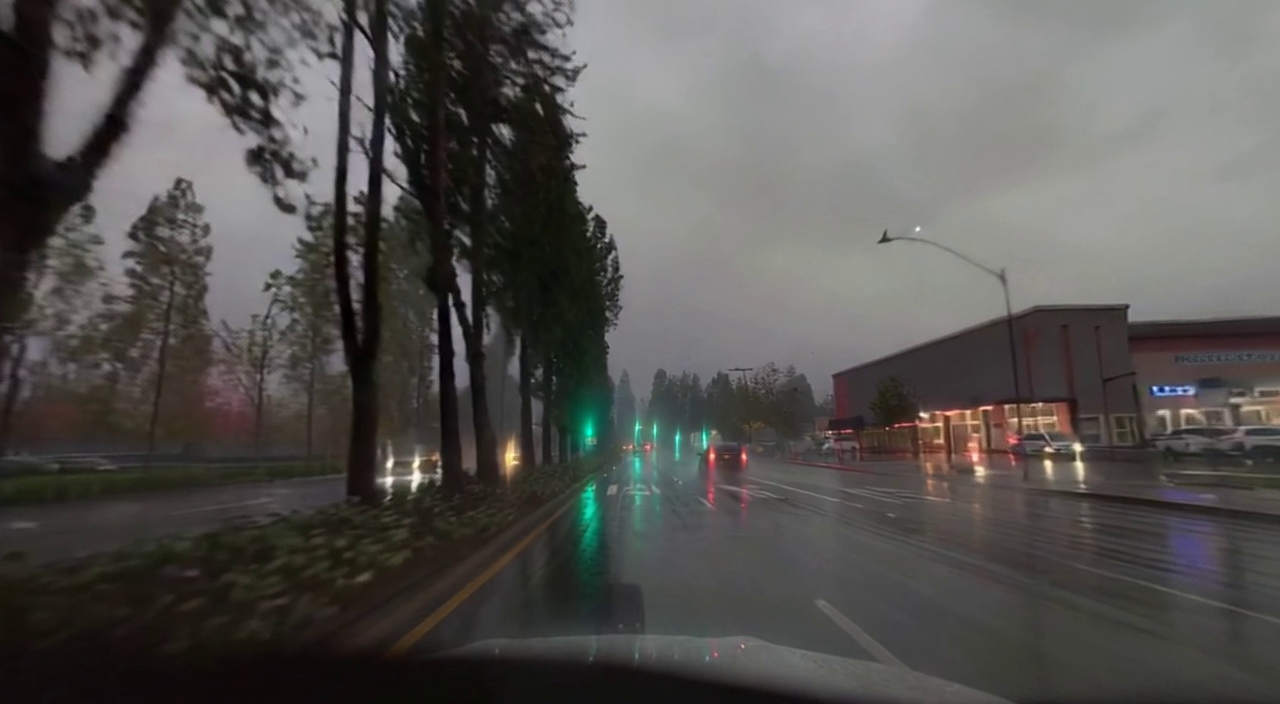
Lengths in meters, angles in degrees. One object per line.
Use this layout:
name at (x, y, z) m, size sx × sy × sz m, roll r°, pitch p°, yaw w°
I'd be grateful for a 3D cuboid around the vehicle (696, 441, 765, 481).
vehicle at (3.555, 4.388, 25.689) m, size 1.983 × 1.482 × 4.463 m, roll 0°, pitch -9°, yaw -2°

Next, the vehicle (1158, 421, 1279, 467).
vehicle at (28.716, 4.570, 31.343) m, size 2.501 × 2.045 × 5.267 m, roll -2°, pitch -9°, yaw 14°

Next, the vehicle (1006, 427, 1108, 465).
vehicle at (23.901, 5.451, 36.458) m, size 4.534 × 1.730 × 1.942 m, roll -10°, pitch -10°, yaw 26°
